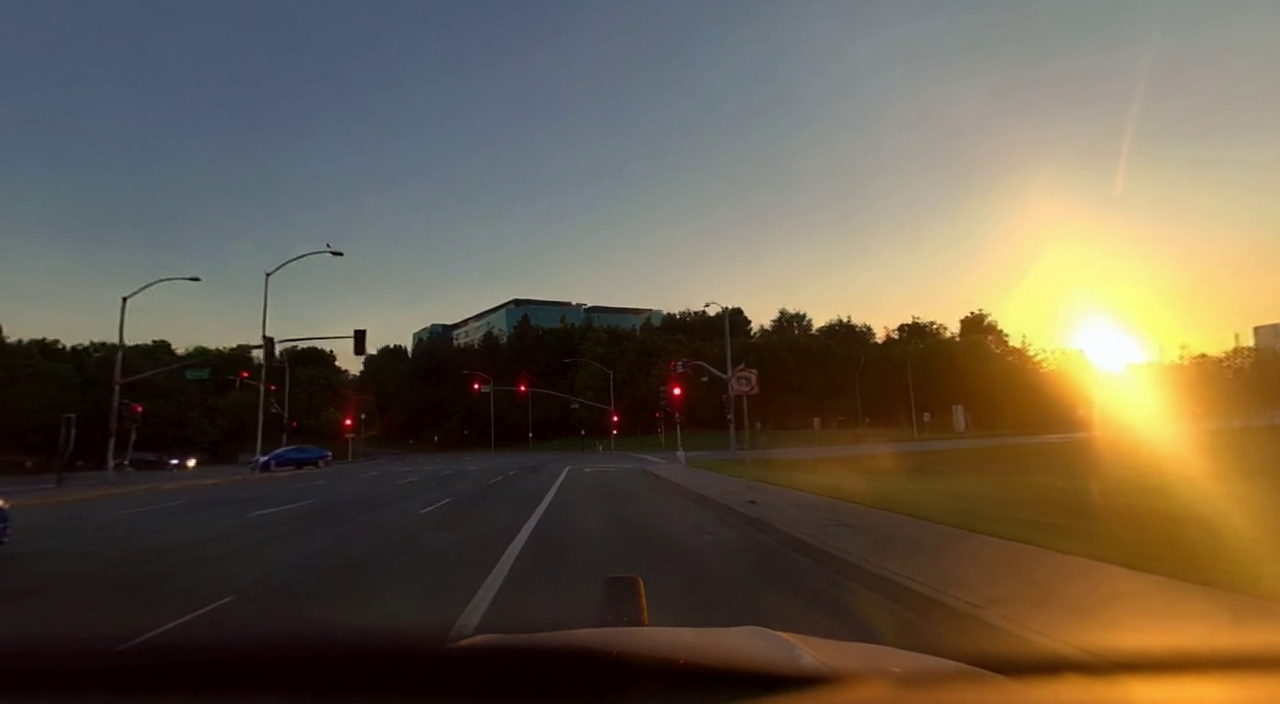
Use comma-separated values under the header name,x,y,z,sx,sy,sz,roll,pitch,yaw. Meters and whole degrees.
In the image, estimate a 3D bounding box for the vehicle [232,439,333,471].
name,x,y,z,sx,sy,sz,roll,pitch,yaw
vehicle,-18.617,5.347,33.058,1.837,1.530,4.570,-3,-9,15
